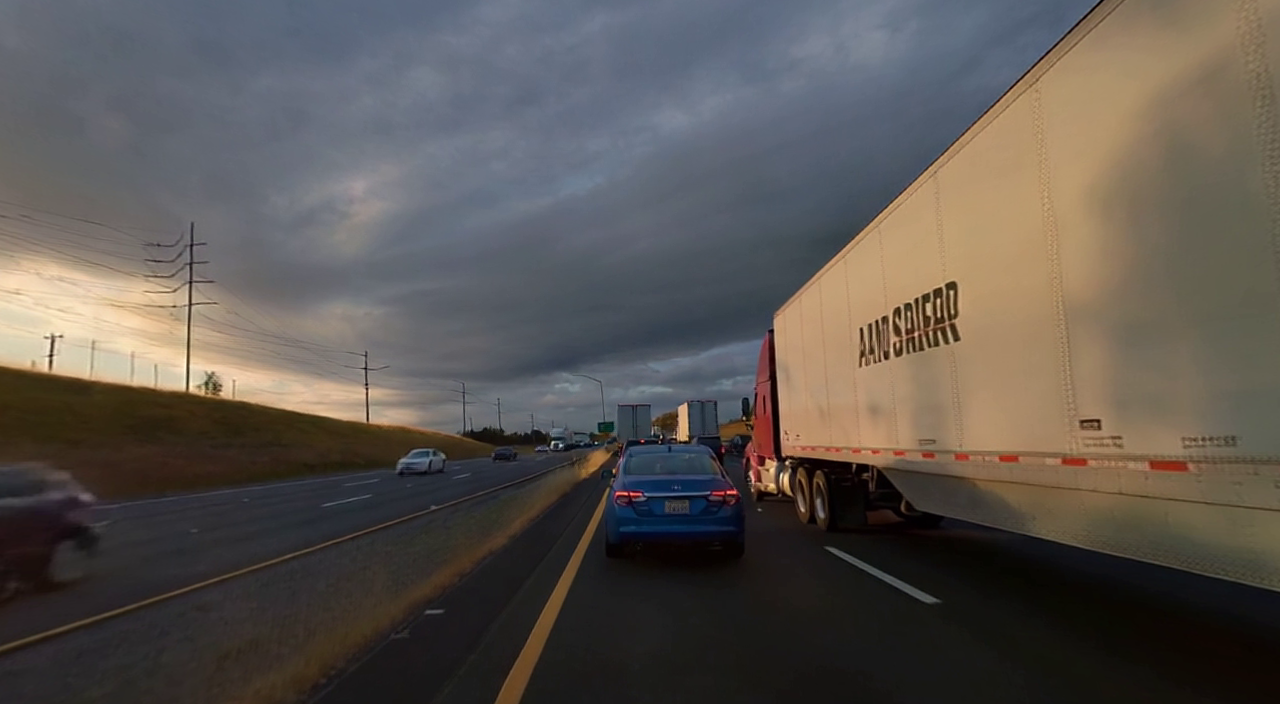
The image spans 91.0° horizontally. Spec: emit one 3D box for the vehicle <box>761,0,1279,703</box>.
[{"bbox_3d":[4.132,0.023,5.018,3.138,4.065,14.276,0,-8,-1],"label":"vehicle"}]

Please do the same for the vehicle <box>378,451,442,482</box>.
[{"bbox_3d":[-12.401,6.187,34.226,1.853,1.445,4.478,0,-8,-1],"label":"vehicle"}]

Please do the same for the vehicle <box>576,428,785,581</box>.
[{"bbox_3d":[0.333,1.745,7.998,2.045,1.446,3.597,0,-8,-2],"label":"vehicle"}]
